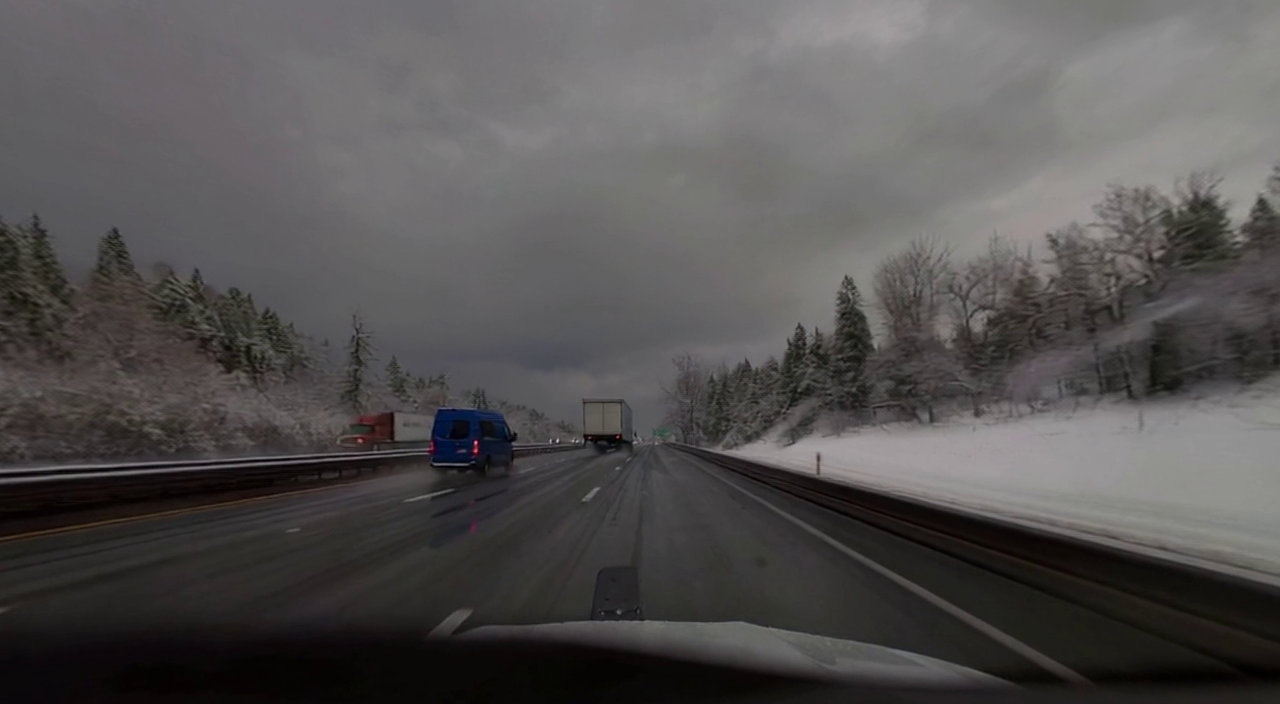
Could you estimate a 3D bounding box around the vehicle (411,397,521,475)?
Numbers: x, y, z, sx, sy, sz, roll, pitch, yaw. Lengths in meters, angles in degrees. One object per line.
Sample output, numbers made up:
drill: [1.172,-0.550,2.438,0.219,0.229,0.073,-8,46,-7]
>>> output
vehicle: [-6.836,3.445,25.861,2.396,2.763,6.935,0,-8,1]

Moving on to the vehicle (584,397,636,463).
vehicle: [-1.968,5.552,44.665,3.173,4.185,8.360,0,-8,0]
